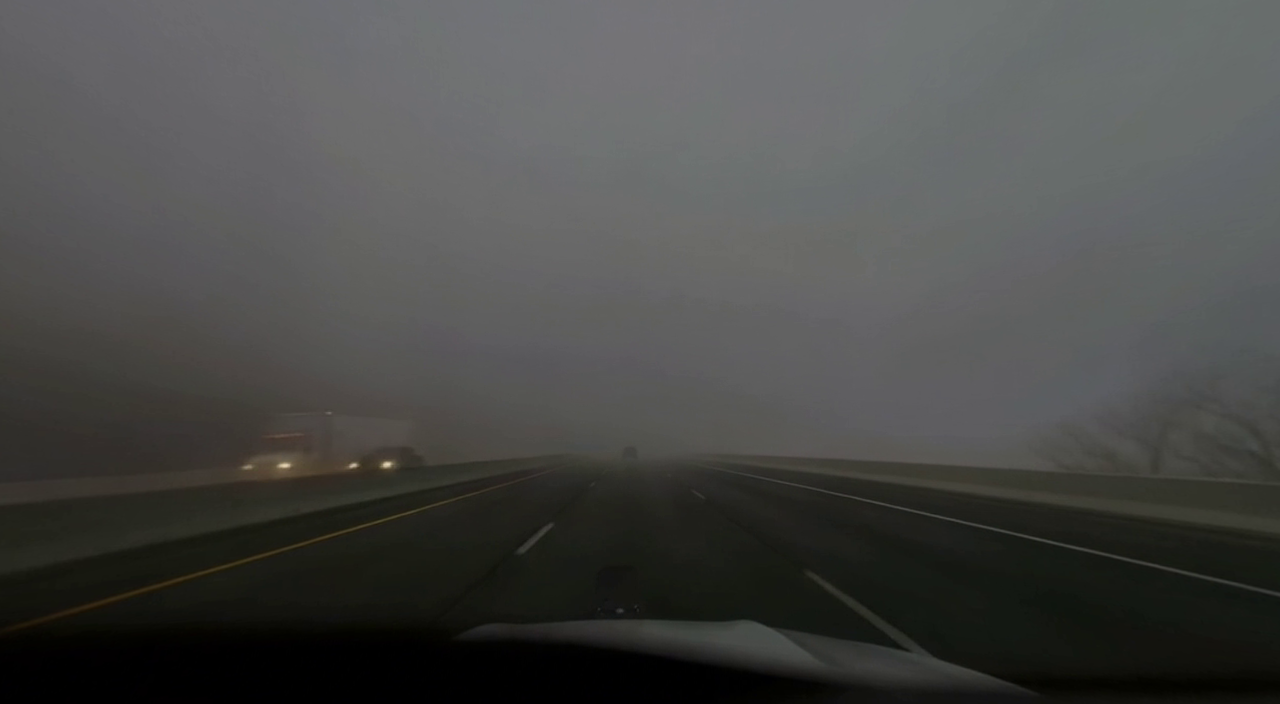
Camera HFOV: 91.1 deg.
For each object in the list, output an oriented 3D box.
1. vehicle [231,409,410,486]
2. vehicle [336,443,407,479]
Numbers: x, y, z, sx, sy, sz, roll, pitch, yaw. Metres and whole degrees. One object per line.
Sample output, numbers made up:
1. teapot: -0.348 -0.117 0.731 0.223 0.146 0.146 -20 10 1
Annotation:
1. vehicle: -20.042 6.338 41.849 3.483 4.025 16.969 0 -9 -1
2. vehicle: -16.201 6.591 38.272 2.222 2.003 4.982 0 -9 -1
